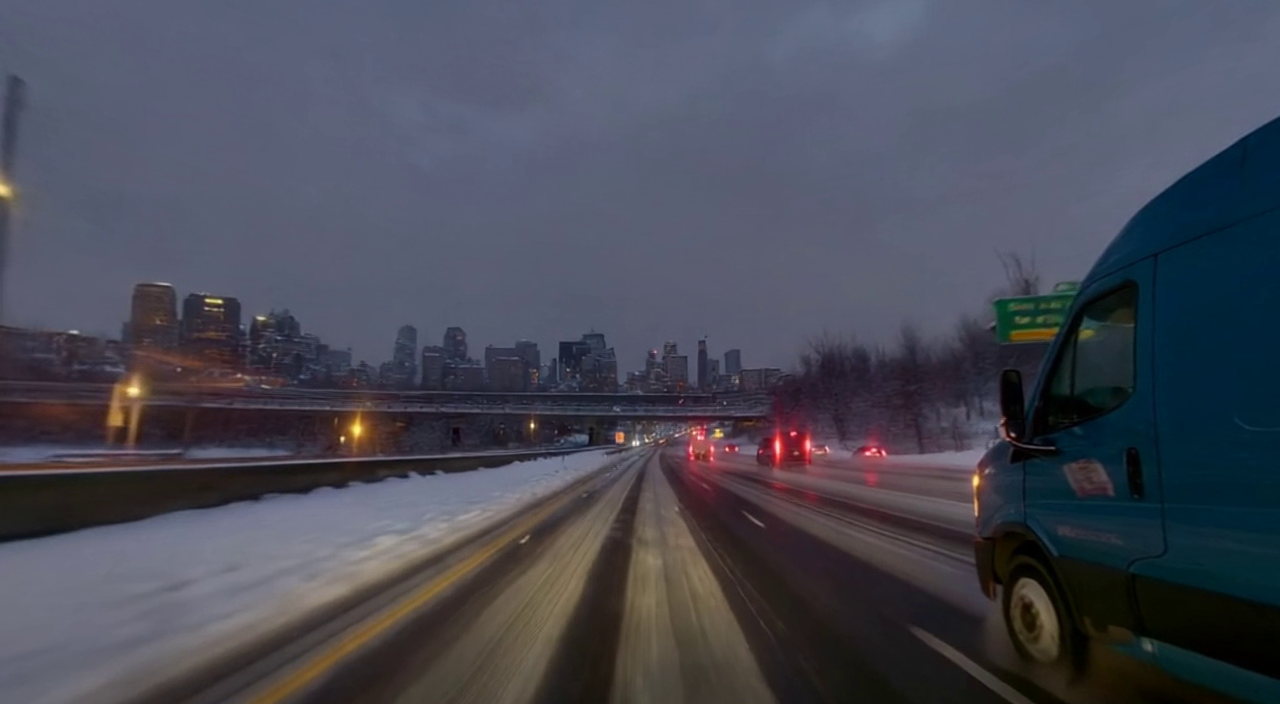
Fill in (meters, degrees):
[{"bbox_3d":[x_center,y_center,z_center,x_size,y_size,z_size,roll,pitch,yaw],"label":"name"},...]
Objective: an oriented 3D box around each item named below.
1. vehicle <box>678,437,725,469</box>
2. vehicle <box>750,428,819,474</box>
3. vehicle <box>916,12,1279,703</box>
[{"bbox_3d":[4.054,6.777,42.642,2.464,1.961,5.520,0,-8,-1],"label":"vehicle"},{"bbox_3d":[7.451,5.200,33.249,2.301,2.203,5.419,0,-8,-1],"label":"vehicle"},{"bbox_3d":[3.307,0.133,1.104,2.436,2.745,7.034,0,-8,0],"label":"vehicle"}]
